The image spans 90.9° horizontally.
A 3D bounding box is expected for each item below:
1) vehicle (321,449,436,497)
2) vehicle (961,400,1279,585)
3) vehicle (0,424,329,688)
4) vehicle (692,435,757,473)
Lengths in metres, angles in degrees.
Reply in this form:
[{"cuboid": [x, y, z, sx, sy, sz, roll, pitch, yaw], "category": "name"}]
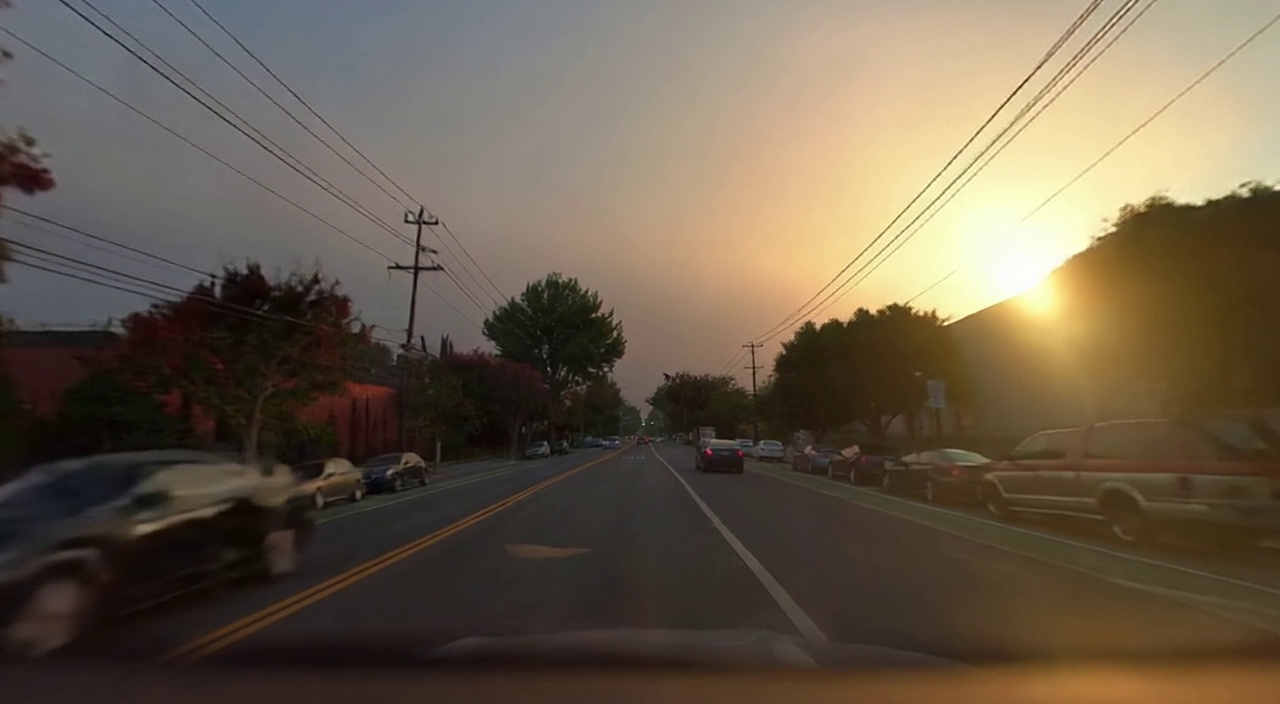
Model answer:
[{"cuboid": [-9.253, 4.280, 22.827, 2.117, 1.474, 4.740, 0, -8, 0], "category": "vehicle"}, {"cuboid": [7.667, 1.910, 9.729, 2.250, 1.935, 6.052, 0, -8, 0], "category": "vehicle"}, {"cuboid": [-4.881, 1.506, 5.639, 2.010, 1.588, 4.186, 0, -8, 1], "category": "vehicle"}, {"cuboid": [3.582, 4.420, 27.595, 2.059, 1.489, 4.629, 0, -8, -1], "category": "vehicle"}]
